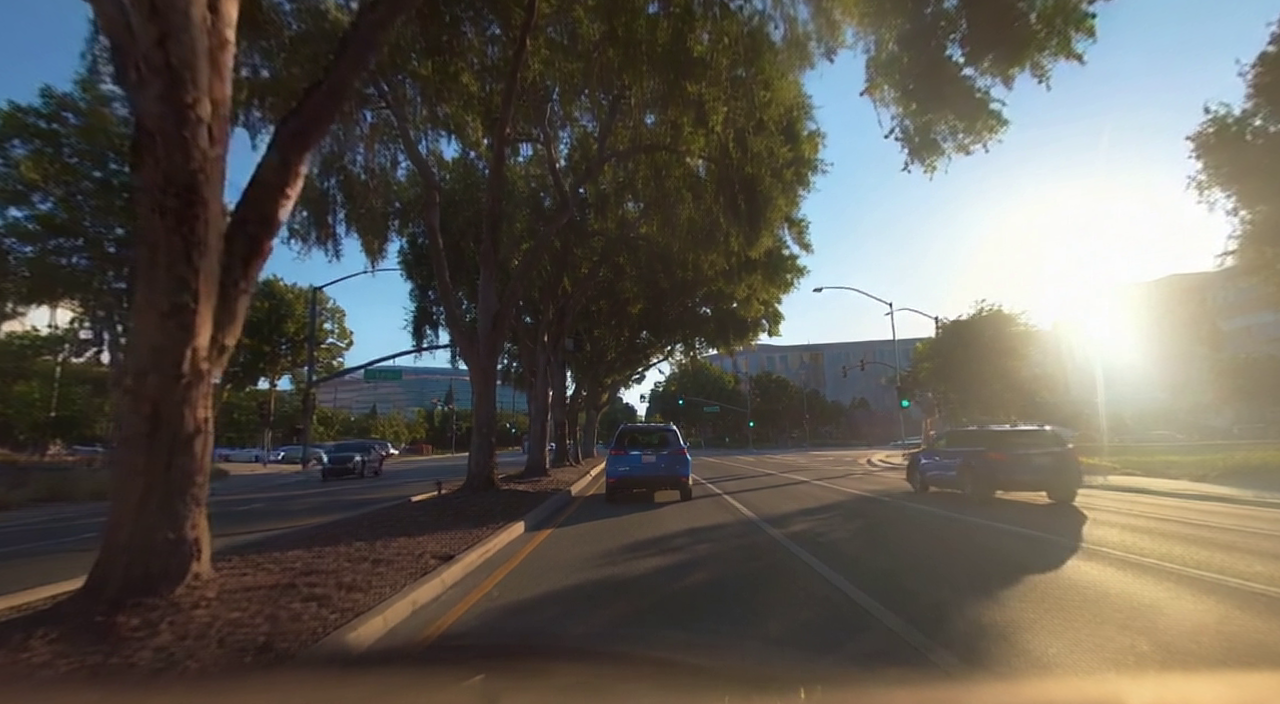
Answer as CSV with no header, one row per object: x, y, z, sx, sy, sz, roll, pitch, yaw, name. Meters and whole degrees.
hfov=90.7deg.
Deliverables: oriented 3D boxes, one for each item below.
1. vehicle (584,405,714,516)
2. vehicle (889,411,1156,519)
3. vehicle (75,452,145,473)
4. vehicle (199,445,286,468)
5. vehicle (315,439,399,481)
0.199,2.266,13.554,2.267,1.926,4.708,0,-9,1,vehicle
7.026,2.147,12.411,2.447,1.707,4.396,0,-9,0,vehicle
-39.859,8.306,47.638,3.386,1.456,2.024,0,-9,0,vehicle
-29.993,7.891,47.831,5.244,1.715,1.950,0,-9,1,vehicle
-12.209,4.664,27.659,2.209,1.627,4.582,1,-9,-10,vehicle
